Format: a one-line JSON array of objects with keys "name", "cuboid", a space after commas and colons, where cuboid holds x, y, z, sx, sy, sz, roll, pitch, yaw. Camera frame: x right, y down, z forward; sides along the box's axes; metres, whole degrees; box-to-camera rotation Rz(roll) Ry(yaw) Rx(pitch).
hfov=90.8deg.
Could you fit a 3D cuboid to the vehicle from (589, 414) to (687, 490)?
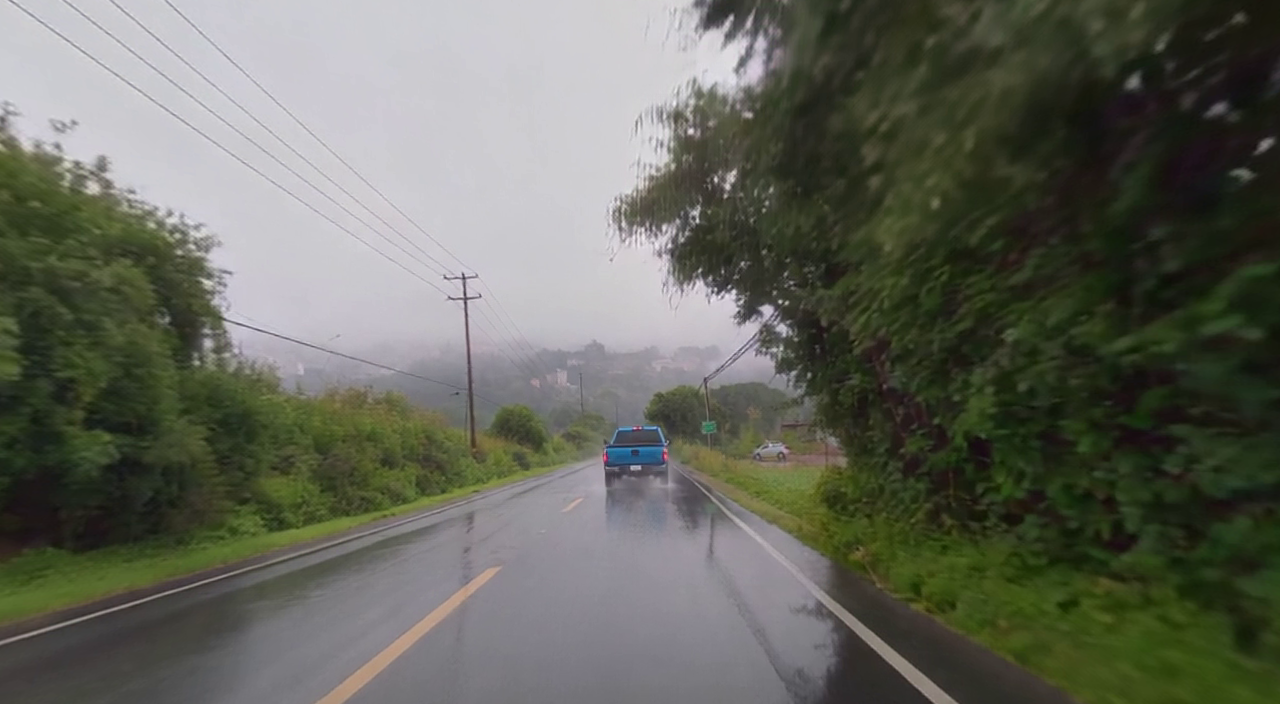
[{"name": "vehicle", "cuboid": [-0.098, 3.690, 23.437, 3.021, 2.326, 7.410, 0, -9, -1]}]
